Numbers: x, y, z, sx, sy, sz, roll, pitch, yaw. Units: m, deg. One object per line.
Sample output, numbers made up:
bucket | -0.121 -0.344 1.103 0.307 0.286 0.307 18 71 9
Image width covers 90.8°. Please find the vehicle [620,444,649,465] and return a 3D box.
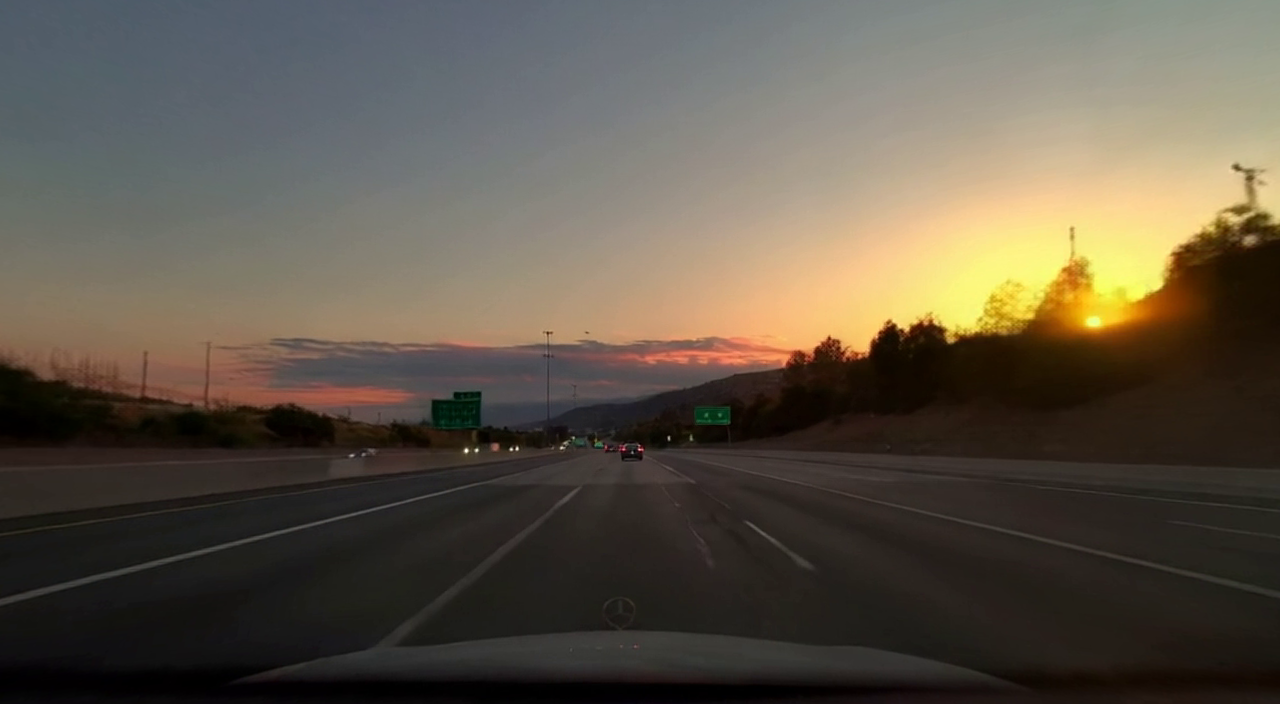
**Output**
vehicle | -0.458 7.797 48.226 2.118 1.466 4.165 0 -8 -2
